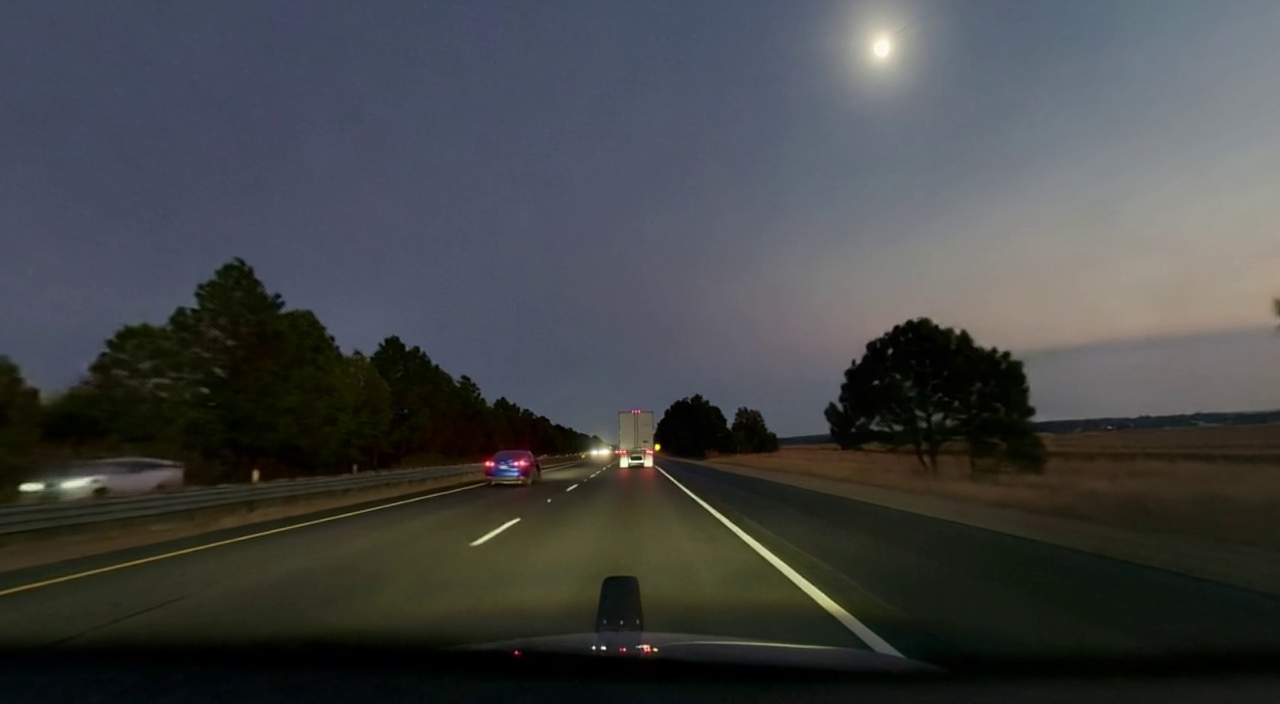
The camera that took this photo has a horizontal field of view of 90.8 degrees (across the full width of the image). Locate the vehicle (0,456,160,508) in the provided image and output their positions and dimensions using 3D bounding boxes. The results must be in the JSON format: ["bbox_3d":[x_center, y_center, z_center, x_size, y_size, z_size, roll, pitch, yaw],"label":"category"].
[{"bbox_3d":[-17.847,4.094,20.298,1.805,1.466,3.803,0,-9,0],"label":"vehicle"}]

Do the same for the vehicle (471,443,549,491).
[{"bbox_3d":[-4.472,4.006,22.243,1.937,1.493,3.779,0,-9,0],"label":"vehicle"}]
